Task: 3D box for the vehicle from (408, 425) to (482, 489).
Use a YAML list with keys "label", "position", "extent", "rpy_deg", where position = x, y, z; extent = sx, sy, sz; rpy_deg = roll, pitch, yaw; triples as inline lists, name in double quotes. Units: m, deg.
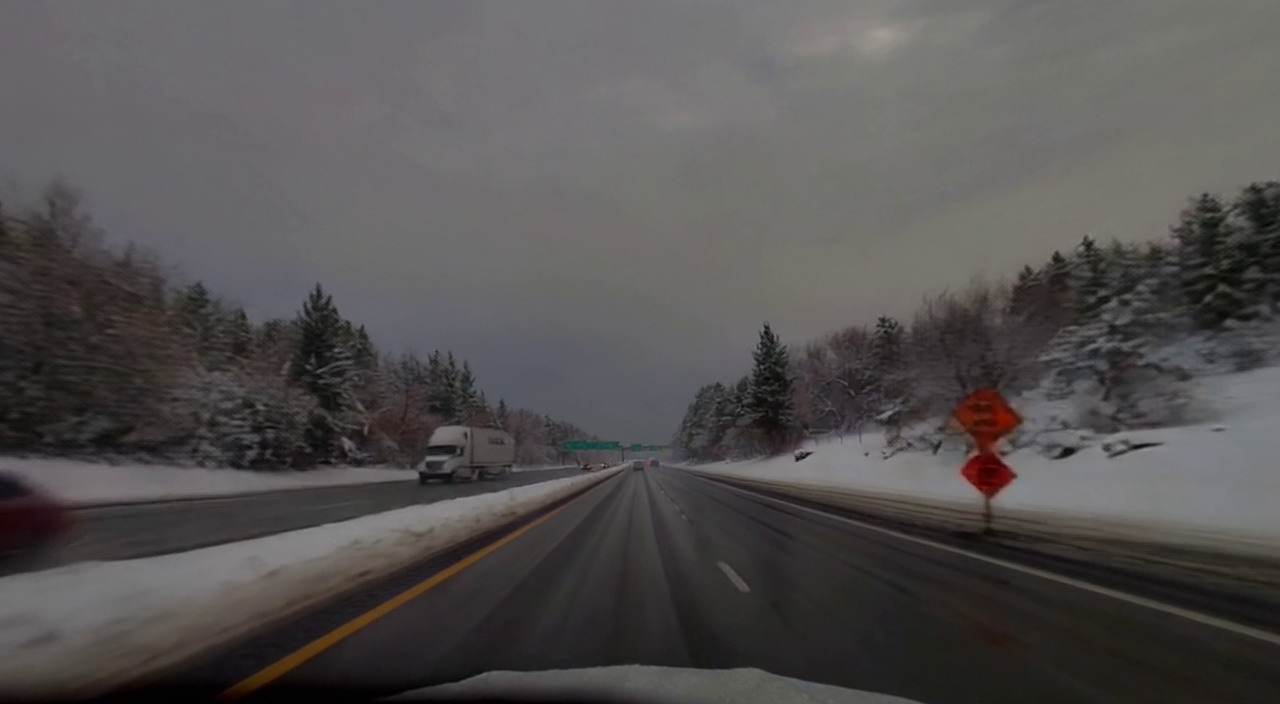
- label: "vehicle"
  position: [-13.126, 7.188, 43.096]
  extent: [2.963, 3.991, 5.854]
  rpy_deg: [1, -10, 1]
